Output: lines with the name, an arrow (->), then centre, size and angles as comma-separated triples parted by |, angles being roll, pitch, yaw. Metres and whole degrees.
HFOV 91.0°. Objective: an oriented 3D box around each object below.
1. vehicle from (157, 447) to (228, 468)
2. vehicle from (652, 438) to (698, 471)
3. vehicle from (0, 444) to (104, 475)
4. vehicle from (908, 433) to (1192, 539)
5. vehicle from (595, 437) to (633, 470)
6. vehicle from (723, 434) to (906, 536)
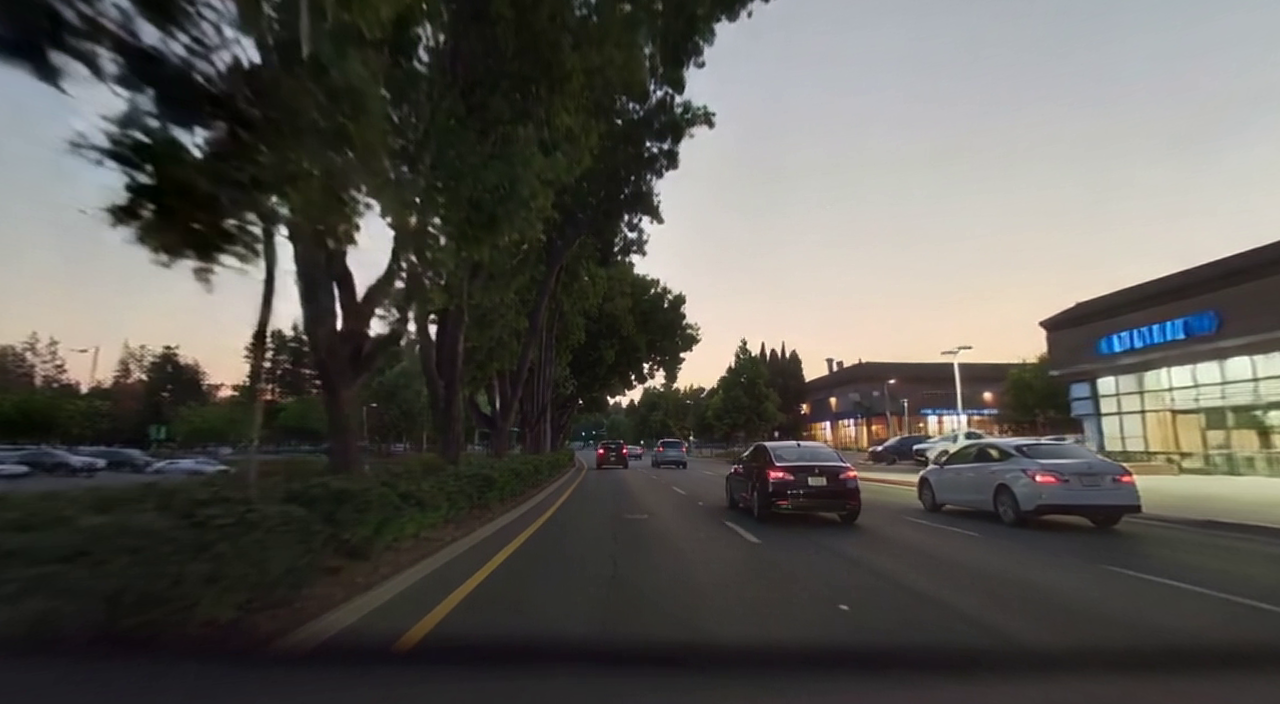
vehicle -> -30.782, 7.234, 43.371 | 3.502, 1.364, 1.773 | 1, -8, -4
vehicle -> 1.924, 5.788, 35.734 | 2.000, 1.745, 4.206 | 1, -8, -5
vehicle -> -30.543, 5.501, 32.295 | 4.040, 1.501, 2.088 | 1, -8, -4
vehicle -> 6.661, 2.188, 10.975 | 1.917, 1.457, 4.274 | 0, -8, -3
vehicle -> -1.590, 5.931, 36.866 | 2.051, 1.798, 4.168 | 1, -8, -4
vehicle -> 2.817, 2.249, 11.301 | 1.883, 1.452, 4.258 | 0, -8, -3
